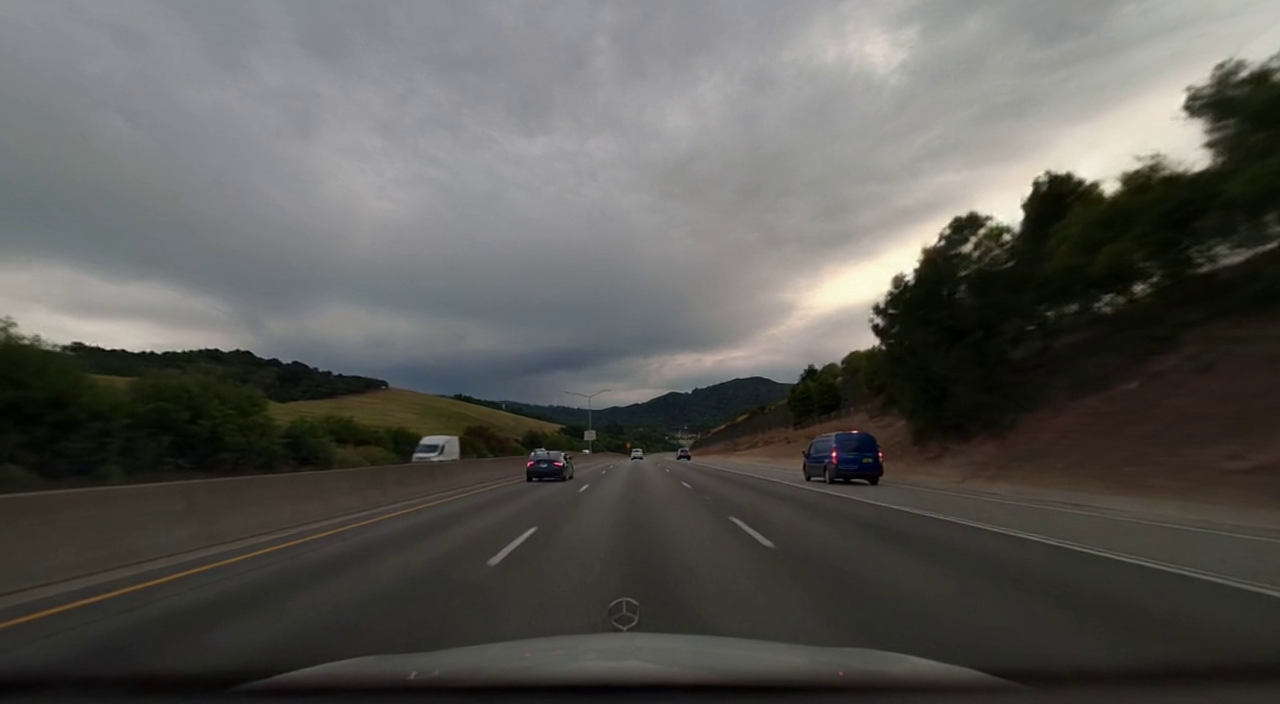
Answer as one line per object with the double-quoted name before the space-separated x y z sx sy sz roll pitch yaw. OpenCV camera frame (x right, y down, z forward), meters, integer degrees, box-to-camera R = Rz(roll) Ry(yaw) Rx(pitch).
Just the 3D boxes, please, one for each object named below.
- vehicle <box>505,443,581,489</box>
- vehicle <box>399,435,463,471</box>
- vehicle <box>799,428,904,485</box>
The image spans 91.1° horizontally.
"vehicle" -3.560 4.265 23.885 2.160 1.530 4.500 0 -9 0
"vehicle" -14.900 7.264 45.282 2.523 2.377 6.182 0 -9 0
"vehicle" 7.845 3.948 23.955 2.133 1.933 4.986 0 -9 -1
